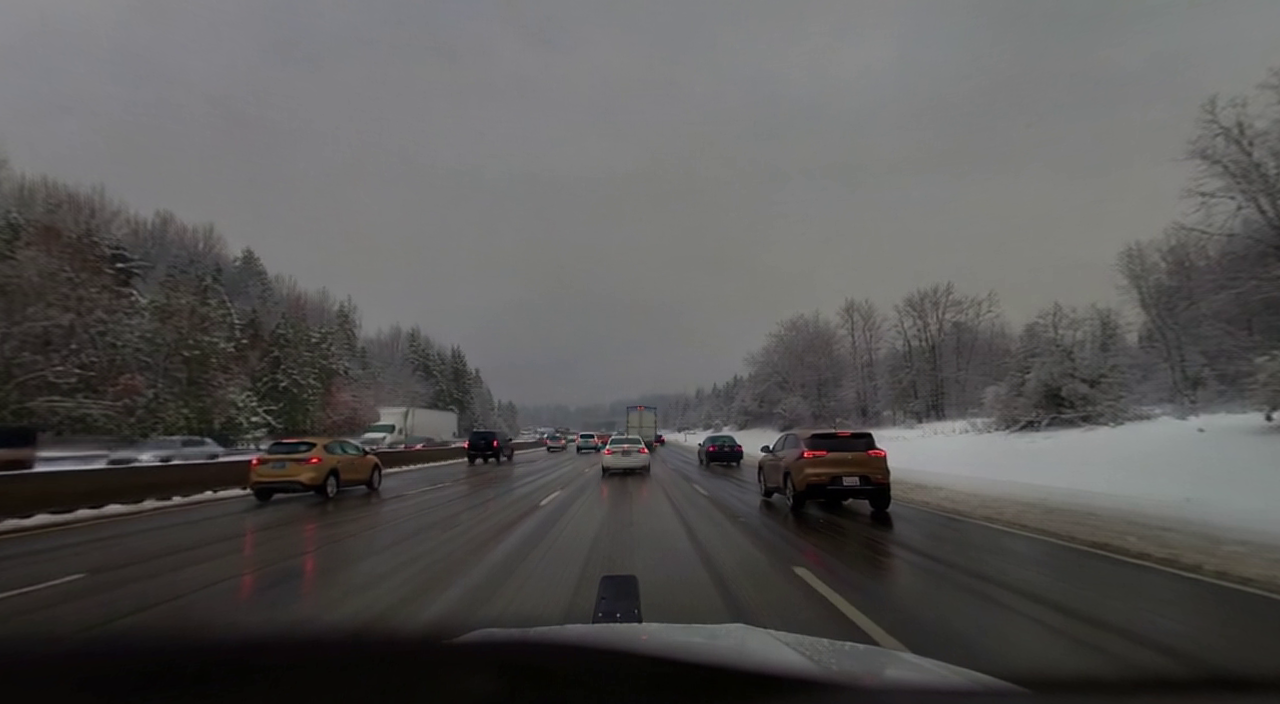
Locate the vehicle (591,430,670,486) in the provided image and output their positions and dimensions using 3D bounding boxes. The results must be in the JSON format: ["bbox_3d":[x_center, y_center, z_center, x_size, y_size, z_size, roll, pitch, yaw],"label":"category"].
[{"bbox_3d":[-0.287,3.136,19.078,2.111,1.494,4.364,0,-8,-1],"label":"vehicle"}]

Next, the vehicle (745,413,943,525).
[{"bbox_3d":[3.402,2.037,11.561,2.095,1.650,4.331,0,-8,-1],"label":"vehicle"}]

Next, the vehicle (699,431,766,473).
[{"bbox_3d":[3.595,3.974,25.270,1.972,1.516,4.514,0,-8,0],"label":"vehicle"}]

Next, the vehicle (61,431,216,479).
[{"bbox_3d":[-18.991,3.901,24.173,2.026,1.629,4.766,0,-8,0],"label":"vehicle"}]

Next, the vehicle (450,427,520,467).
[{"bbox_3d":[-7.489,4.621,30.916,2.117,1.779,4.745,0,-8,1],"label":"vehicle"}]

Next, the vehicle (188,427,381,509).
[{"bbox_3d":[-7.509,2.445,13.839,1.934,1.526,3.966,0,-8,0],"label":"vehicle"}]

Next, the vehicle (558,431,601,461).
[{"bbox_3d":[-3.589,5.650,37.996,2.064,1.672,4.277,0,-8,1],"label":"vehicle"}]
